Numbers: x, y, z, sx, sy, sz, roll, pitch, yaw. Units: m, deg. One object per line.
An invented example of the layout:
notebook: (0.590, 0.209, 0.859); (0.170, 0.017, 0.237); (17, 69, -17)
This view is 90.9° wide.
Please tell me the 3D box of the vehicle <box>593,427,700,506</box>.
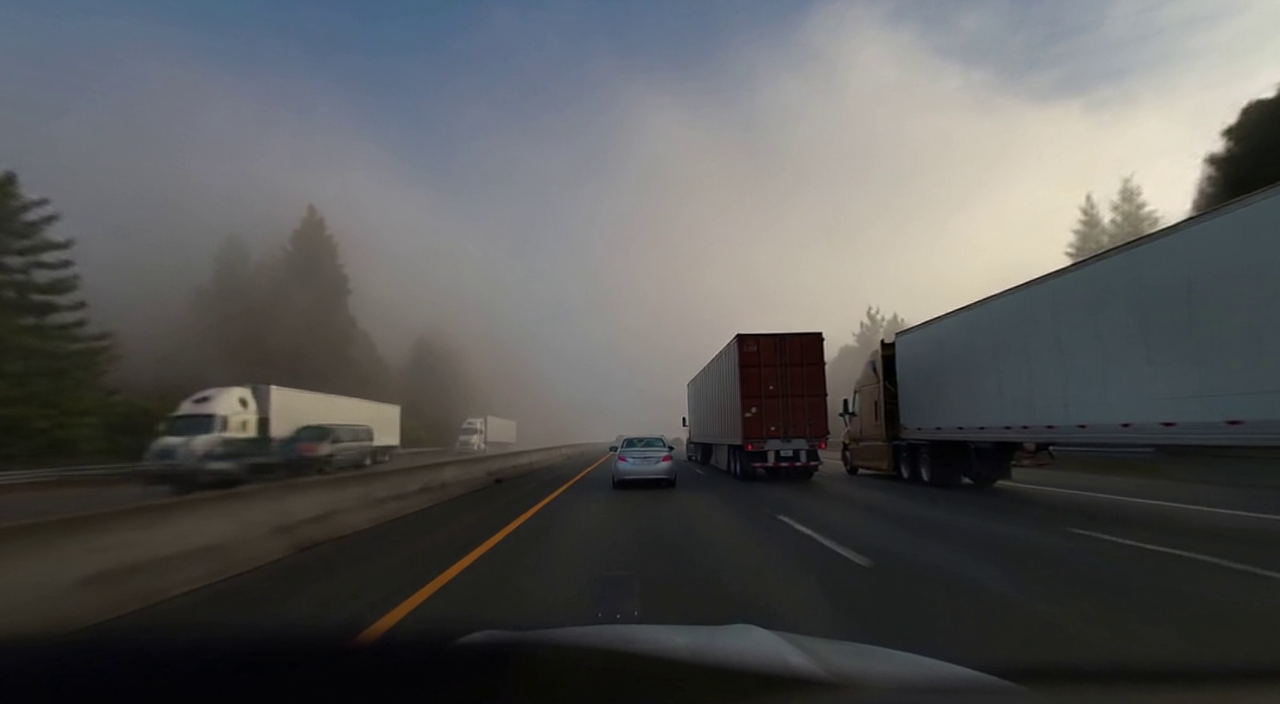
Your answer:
vehicle: (0.073, 2.425, 13.873); (2.038, 1.477, 3.773); (0, -7, -2)

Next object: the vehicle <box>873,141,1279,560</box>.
vehicle: (8.134, 0.454, 10.153); (3.110, 4.308, 14.260); (0, -7, -1)

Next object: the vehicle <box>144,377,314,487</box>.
vehicle: (-16.720, 3.325, 26.274); (2.962, 4.015, 5.938); (0, -8, -1)

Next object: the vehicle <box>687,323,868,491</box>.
vehicle: (3.870, 2.232, 22.491); (2.888, 4.099, 14.183); (0, -7, -2)
